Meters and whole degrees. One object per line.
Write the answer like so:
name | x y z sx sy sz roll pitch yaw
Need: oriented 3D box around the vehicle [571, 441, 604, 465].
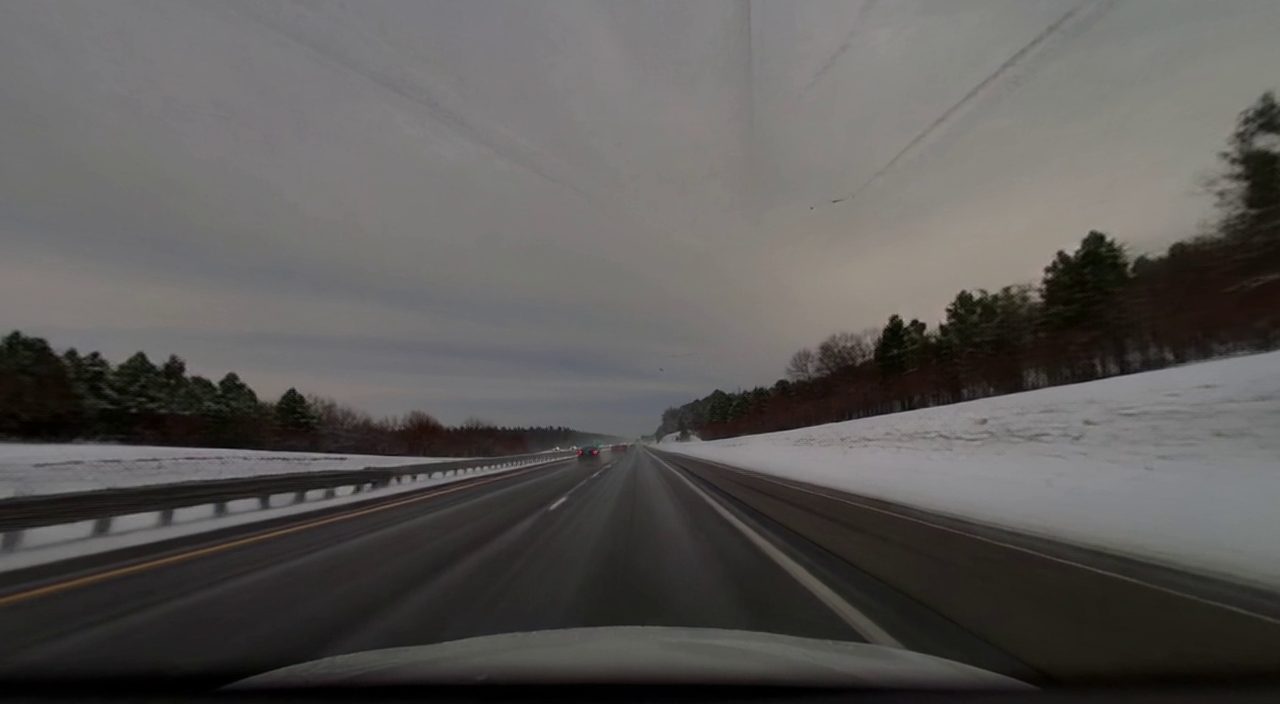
vehicle | -3.918 7.640 47.632 2.132 1.701 4.303 0 -9 0
